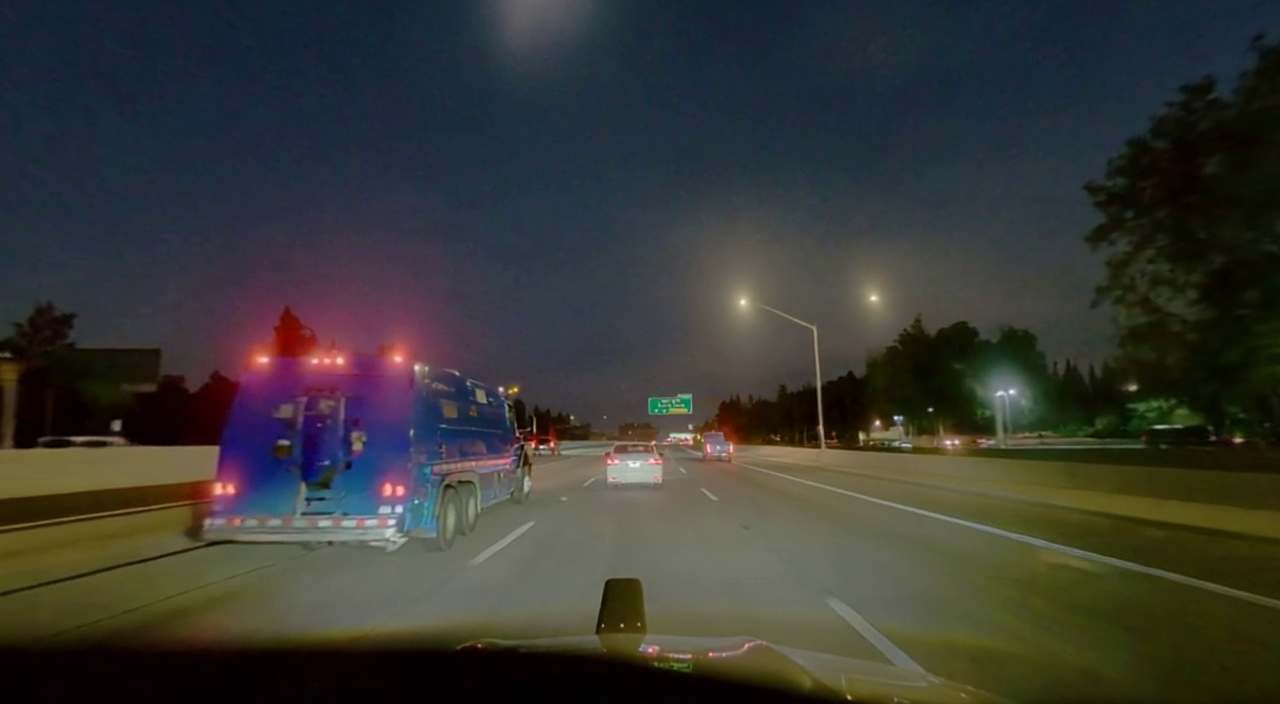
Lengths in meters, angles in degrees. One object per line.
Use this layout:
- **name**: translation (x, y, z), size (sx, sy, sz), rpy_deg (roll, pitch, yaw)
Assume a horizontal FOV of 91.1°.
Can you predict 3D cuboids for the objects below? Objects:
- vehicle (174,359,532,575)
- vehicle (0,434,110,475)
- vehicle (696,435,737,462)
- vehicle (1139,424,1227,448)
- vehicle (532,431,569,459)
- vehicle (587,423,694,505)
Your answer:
- **vehicle**: translation (-3.328, 1.536, 9.100), size (2.526, 2.146, 5.594), rpy_deg (0, -8, 0)
- **vehicle**: translation (-24.254, 4.082, 25.295), size (1.791, 1.480, 4.430), rpy_deg (0, -8, 1)
- **vehicle**: translation (4.840, 6.167, 40.225), size (2.079, 1.656, 4.506), rpy_deg (0, -8, 0)
- **vehicle**: translation (37.711, 5.856, 43.637), size (4.326, 1.638, 1.967), rpy_deg (0, -8, -2)
- **vehicle**: translation (-6.583, 6.915, 46.856), size (2.036, 1.958, 4.378), rpy_deg (0, -8, 1)
- **vehicle**: translation (0.033, 2.608, 15.087), size (2.165, 1.653, 4.456), rpy_deg (0, -8, 1)
